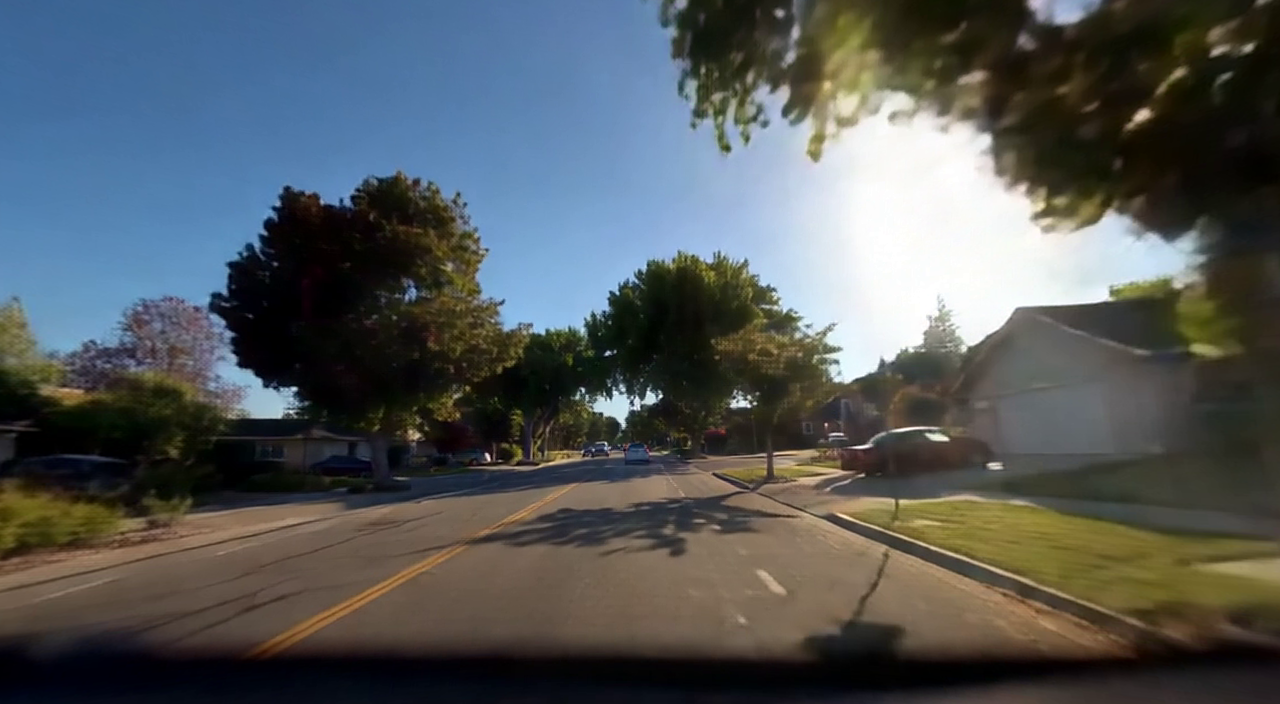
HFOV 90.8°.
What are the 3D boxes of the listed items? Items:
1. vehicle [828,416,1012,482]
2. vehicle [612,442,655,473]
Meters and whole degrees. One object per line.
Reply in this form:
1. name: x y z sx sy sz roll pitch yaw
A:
1. vehicle: 8.700 3.028 19.956 4.740 1.467 2.074 -6 -8 -3
2. vehicle: -0.307 5.425 32.808 2.098 1.483 4.099 0 -9 0
